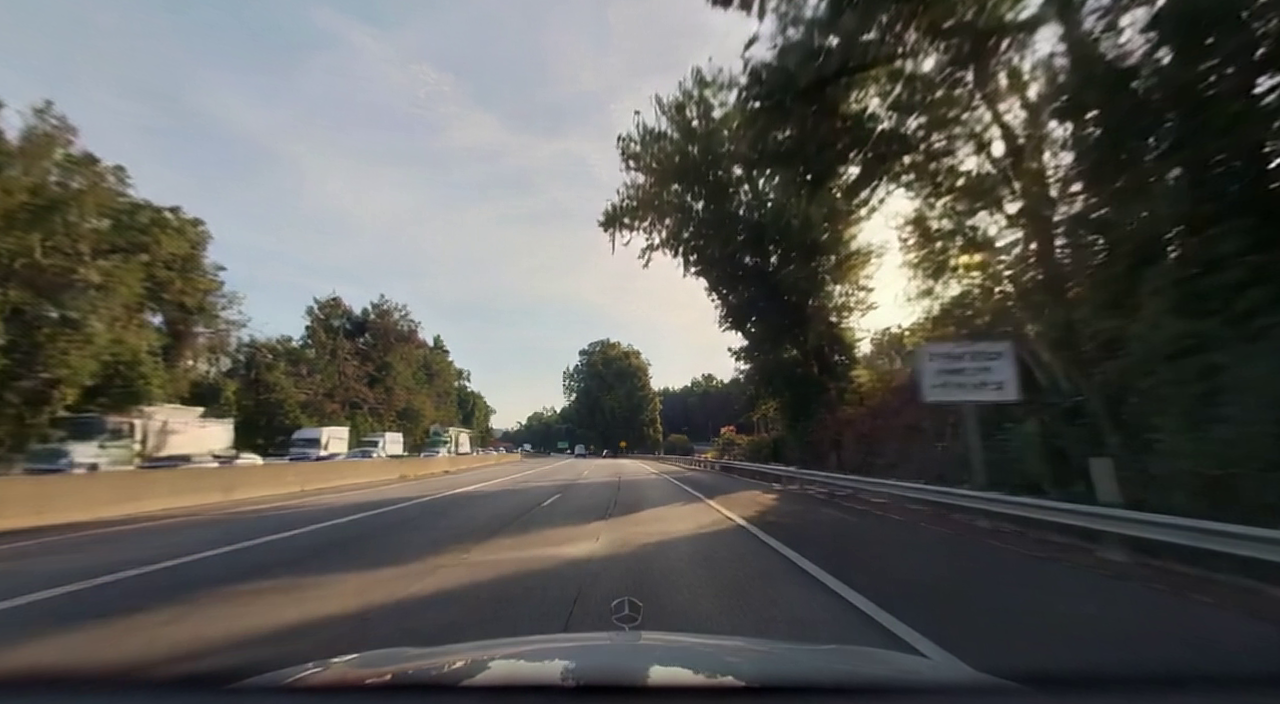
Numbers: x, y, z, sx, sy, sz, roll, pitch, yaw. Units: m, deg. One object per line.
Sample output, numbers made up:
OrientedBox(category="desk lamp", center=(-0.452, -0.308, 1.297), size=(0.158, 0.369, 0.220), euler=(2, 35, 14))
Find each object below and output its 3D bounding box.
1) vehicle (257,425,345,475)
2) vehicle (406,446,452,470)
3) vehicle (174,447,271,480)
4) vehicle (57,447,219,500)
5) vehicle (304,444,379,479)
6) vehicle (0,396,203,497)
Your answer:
OrientedBox(category="vehicle", center=(-20.911, 6.112, 39.266), size=(2.249, 2.817, 5.913), euler=(0, -9, -1))
OrientedBox(category="vehicle", center=(-15.861, 7.988, 47.595), size=(1.953, 1.662, 4.536), euler=(0, -9, 0))
OrientedBox(category="vehicle", center=(-21.013, 5.625, 31.992), size=(1.949, 1.539, 4.422), euler=(0, -9, -1))
OrientedBox(category="vehicle", center=(-16.183, 3.913, 20.672), size=(1.842, 1.521, 4.264), euler=(0, -9, -1))
OrientedBox(category="vehicle", center=(-16.099, 5.908, 34.253), size=(1.962, 1.714, 4.445), euler=(-1, -9, -1))
OrientedBox(category="vehicle", center=(-20.860, 3.644, 24.754), size=(2.624, 3.302, 6.257), euler=(3, -8, 1))
